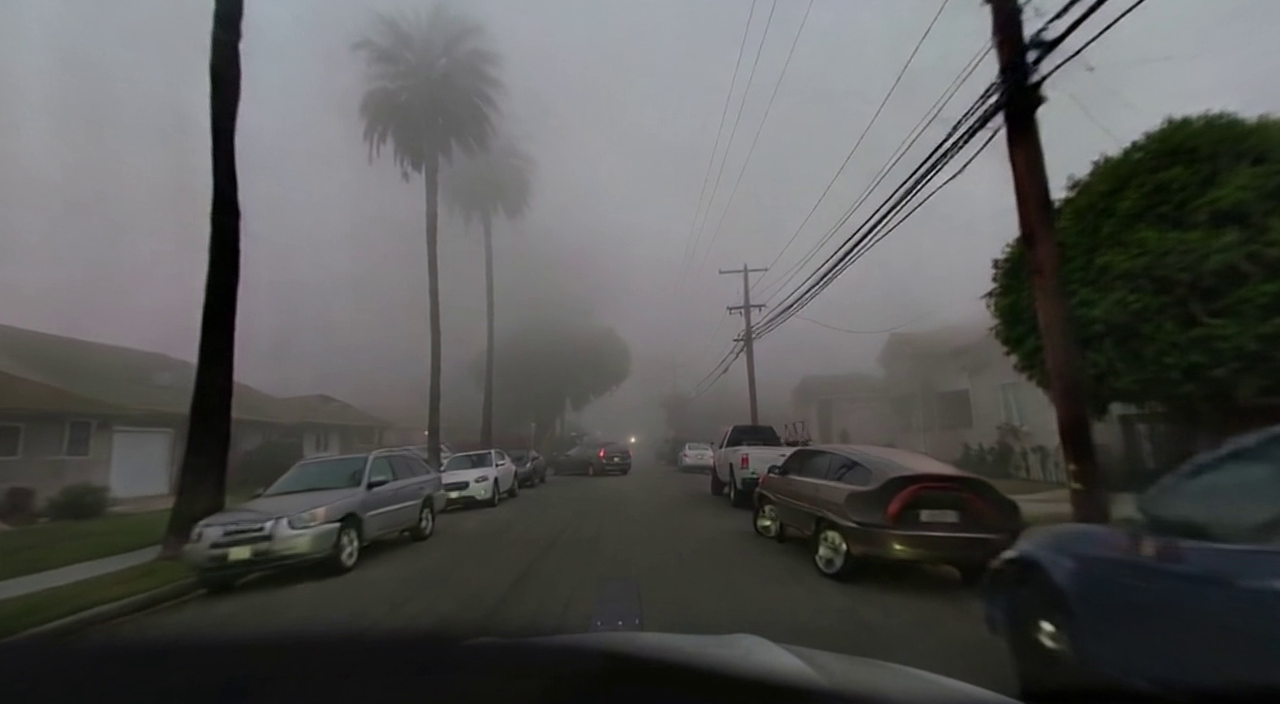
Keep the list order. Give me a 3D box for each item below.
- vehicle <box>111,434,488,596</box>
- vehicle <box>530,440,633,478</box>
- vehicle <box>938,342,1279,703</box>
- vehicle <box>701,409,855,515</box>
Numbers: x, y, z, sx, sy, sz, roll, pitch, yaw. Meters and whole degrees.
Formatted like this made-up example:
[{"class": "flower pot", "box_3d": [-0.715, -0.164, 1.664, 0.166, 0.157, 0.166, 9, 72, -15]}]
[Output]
[{"class": "vehicle", "box_3d": [-3.974, 1.985, 8.877, 2.130, 1.543, 5.386, -1, -8, 3]}, {"class": "vehicle", "box_3d": [-2.602, 4.558, 27.174, 2.081, 1.483, 4.599, 7, -11, -40]}, {"class": "vehicle", "box_3d": [2.887, 0.738, 1.534, 2.060, 1.614, 4.652, 0, -8, 0]}, {"class": "vehicle", "box_3d": [2.881, 2.475, 14.682, 2.292, 1.981, 5.277, 0, -8, -1]}]
